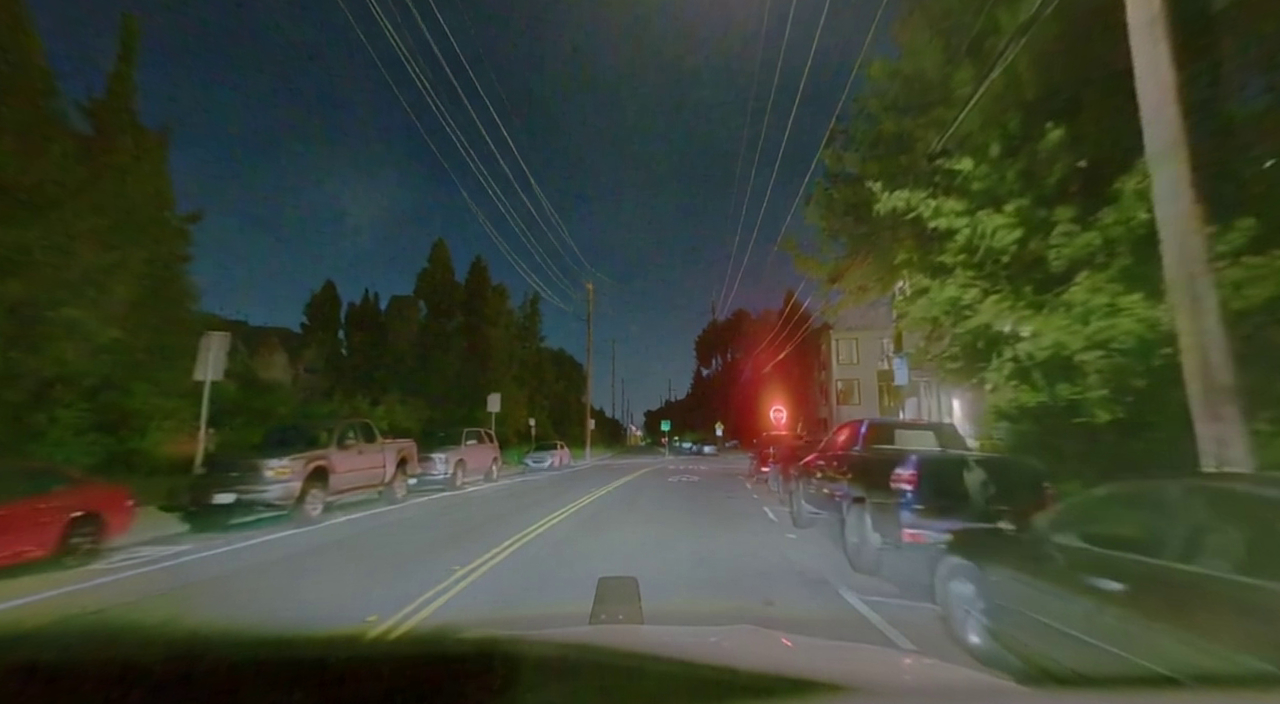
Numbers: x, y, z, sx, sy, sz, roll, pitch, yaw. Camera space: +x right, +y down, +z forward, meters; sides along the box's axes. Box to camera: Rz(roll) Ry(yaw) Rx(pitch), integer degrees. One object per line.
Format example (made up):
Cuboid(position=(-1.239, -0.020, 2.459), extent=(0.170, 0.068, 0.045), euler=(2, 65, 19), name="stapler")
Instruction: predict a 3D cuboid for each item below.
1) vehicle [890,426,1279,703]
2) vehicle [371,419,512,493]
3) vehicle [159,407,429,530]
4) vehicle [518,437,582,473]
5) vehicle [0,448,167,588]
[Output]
Cuboid(position=(2.974, 1.088, 2.843), extent=(1.875, 1.441, 4.445), euler=(0, -8, 0), name="vehicle")
Cuboid(position=(-5.738, 3.090, 19.192), extent=(2.158, 1.929, 5.184), euler=(-1, -8, 6), name="vehicle")
Cuboid(position=(-6.493, 2.268, 12.919), extent=(2.270, 1.881, 5.412), euler=(-3, -8, 3), name="vehicle")
Cuboid(position=(-4.269, 4.934, 30.551), extent=(1.922, 1.505, 4.502), euler=(-4, -8, 6), name="vehicle")
Cuboid(position=(-7.512, 1.749, 6.683), extent=(1.823, 1.407, 4.125), euler=(0, -8, -1), name="vehicle")
